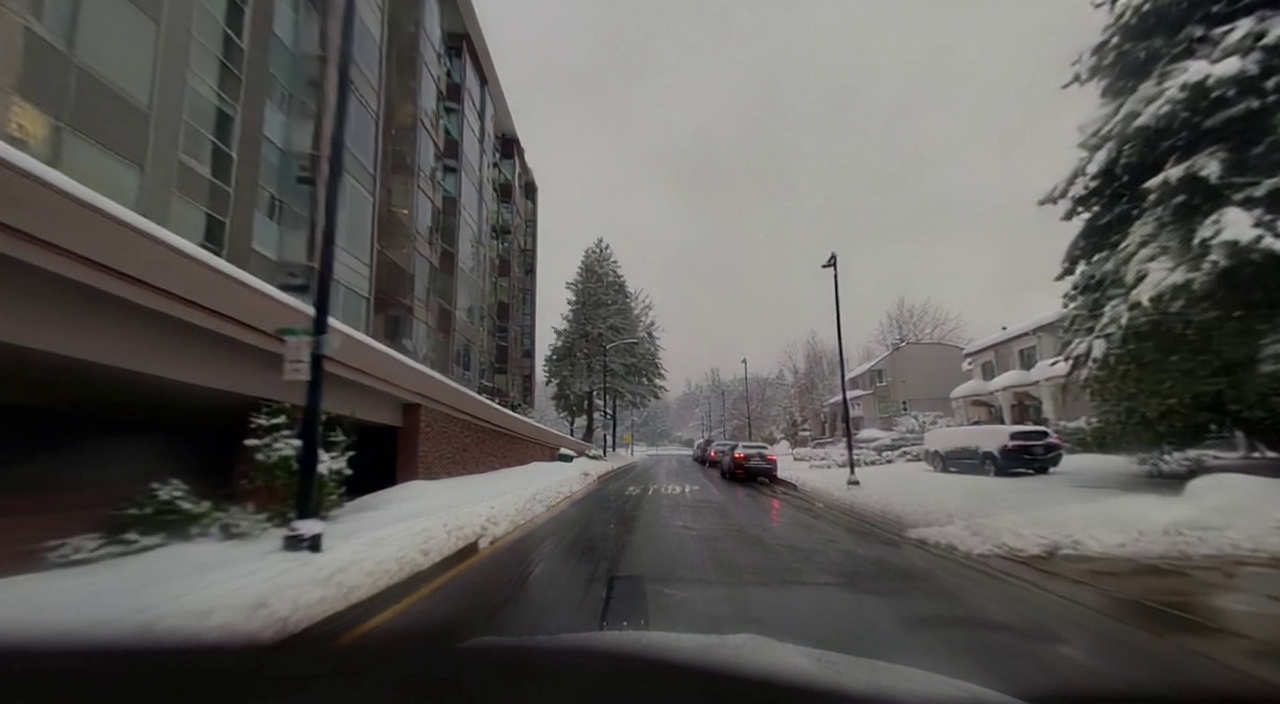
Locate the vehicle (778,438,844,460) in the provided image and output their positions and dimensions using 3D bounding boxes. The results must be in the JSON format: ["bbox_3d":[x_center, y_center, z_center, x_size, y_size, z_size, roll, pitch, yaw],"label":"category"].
[{"bbox_3d":[12.411,7.034,45.894,4.163,1.471,1.914,-1,-9,-1],"label":"vehicle"}]

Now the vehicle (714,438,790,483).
[{"bbox_3d":[4.014,3.989,23.403,2.024,1.475,4.565,0,-9,1],"label":"vehicle"}]

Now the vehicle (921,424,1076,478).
[{"bbox_3d":[10.704,3.026,19.363,1.997,1.430,4.986,-1,-9,2],"label":"vehicle"}]
